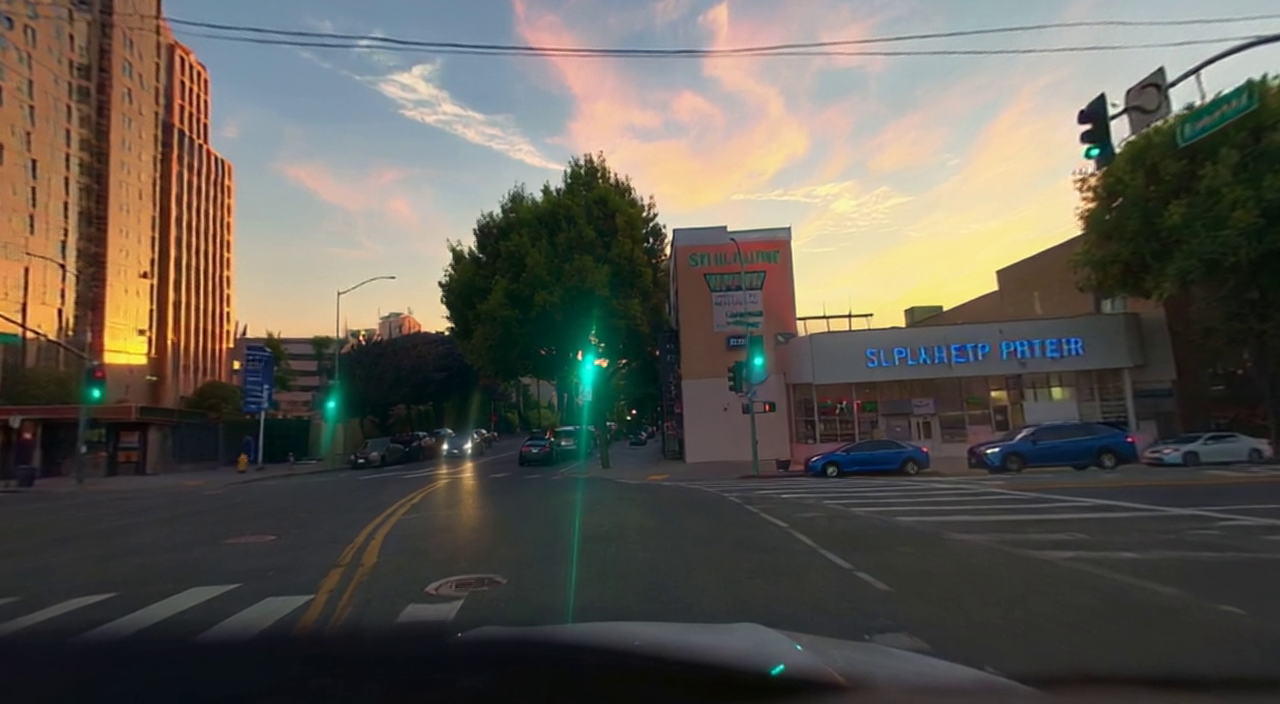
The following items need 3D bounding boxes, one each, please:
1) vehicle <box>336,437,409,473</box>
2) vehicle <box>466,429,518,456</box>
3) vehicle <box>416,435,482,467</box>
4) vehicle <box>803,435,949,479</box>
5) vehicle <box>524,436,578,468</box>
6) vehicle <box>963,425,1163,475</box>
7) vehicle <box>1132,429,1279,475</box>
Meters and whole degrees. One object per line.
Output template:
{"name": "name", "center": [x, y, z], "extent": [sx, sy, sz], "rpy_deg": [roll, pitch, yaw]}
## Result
{"name": "vehicle", "center": [-14.351, 5.534, 34.169], "extent": [1.933, 1.461, 4.393], "rpy_deg": [-5, -5, 1]}
{"name": "vehicle", "center": [-9.880, 6.111, 42.585], "extent": [2.181, 1.723, 4.692], "rpy_deg": [-1, -8, 3]}
{"name": "vehicle", "center": [-9.772, 5.092, 32.674], "extent": [2.119, 1.485, 4.472], "rpy_deg": [0, -8, -1]}
{"name": "vehicle", "center": [8.251, 3.699, 22.409], "extent": [4.426, 1.446, 1.795], "rpy_deg": [-1, -8, 1]}
{"name": "vehicle", "center": [-4.451, 5.054, 32.178], "extent": [1.892, 1.481, 4.365], "rpy_deg": [-1, -8, 3]}
{"name": "vehicle", "center": [14.604, 3.429, 22.115], "extent": [5.420, 1.609, 2.063], "rpy_deg": [-1, -8, 2]}
{"name": "vehicle", "center": [20.161, 3.422, 21.738], "extent": [4.782, 1.455, 1.936], "rpy_deg": [0, -8, -1]}
